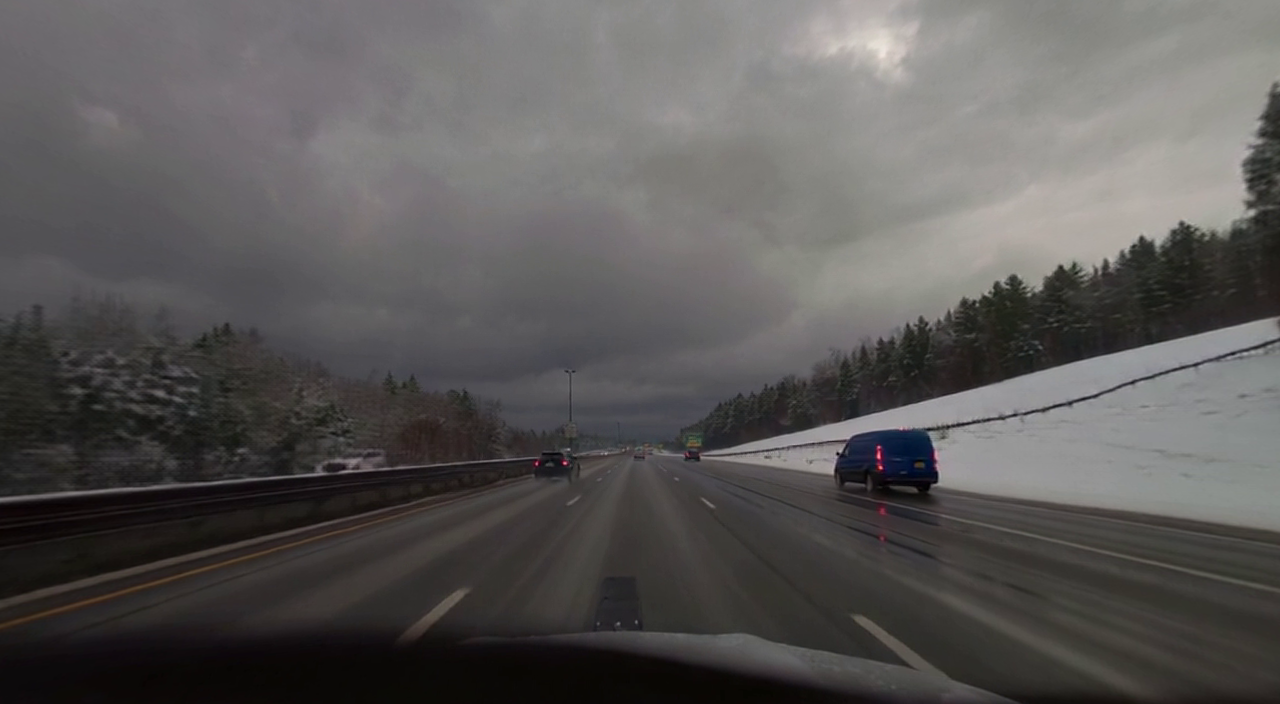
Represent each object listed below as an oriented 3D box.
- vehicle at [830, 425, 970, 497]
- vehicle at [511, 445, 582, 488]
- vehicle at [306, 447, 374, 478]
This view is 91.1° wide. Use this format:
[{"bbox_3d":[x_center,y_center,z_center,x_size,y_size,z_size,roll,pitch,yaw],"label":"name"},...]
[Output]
[{"bbox_3d":[7.884,3.357,19.737,2.133,1.933,4.986,0,-9,-1],"label":"vehicle"},{"bbox_3d":[-3.615,4.542,25.304,2.160,1.530,4.500,0,-9,0],"label":"vehicle"},{"bbox_3d":[-15.132,5.629,31.928,1.719,1.389,3.700,-2,-10,-1],"label":"vehicle"}]
